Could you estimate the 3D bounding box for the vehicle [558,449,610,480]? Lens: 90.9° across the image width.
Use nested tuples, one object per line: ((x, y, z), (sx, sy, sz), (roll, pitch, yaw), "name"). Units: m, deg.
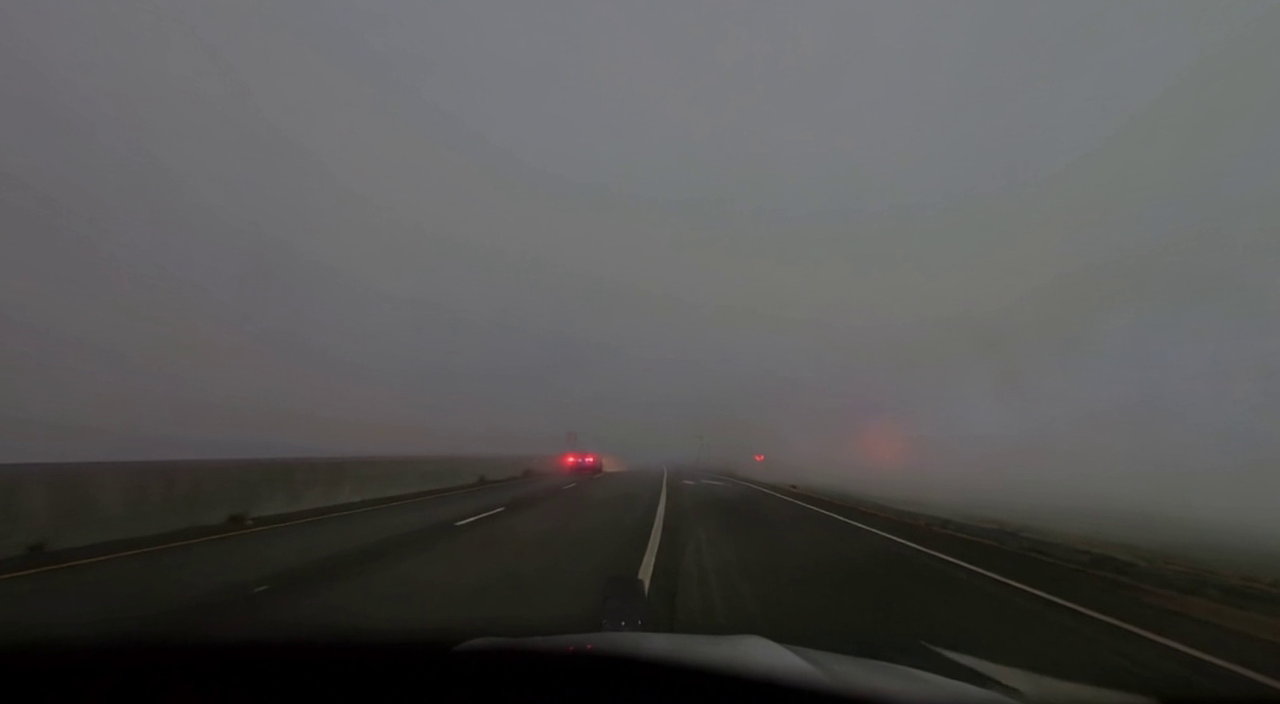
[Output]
((-3.045, 6.256, 35.407), (2.172, 1.587, 4.518), (-1, -9, 4), "vehicle")
